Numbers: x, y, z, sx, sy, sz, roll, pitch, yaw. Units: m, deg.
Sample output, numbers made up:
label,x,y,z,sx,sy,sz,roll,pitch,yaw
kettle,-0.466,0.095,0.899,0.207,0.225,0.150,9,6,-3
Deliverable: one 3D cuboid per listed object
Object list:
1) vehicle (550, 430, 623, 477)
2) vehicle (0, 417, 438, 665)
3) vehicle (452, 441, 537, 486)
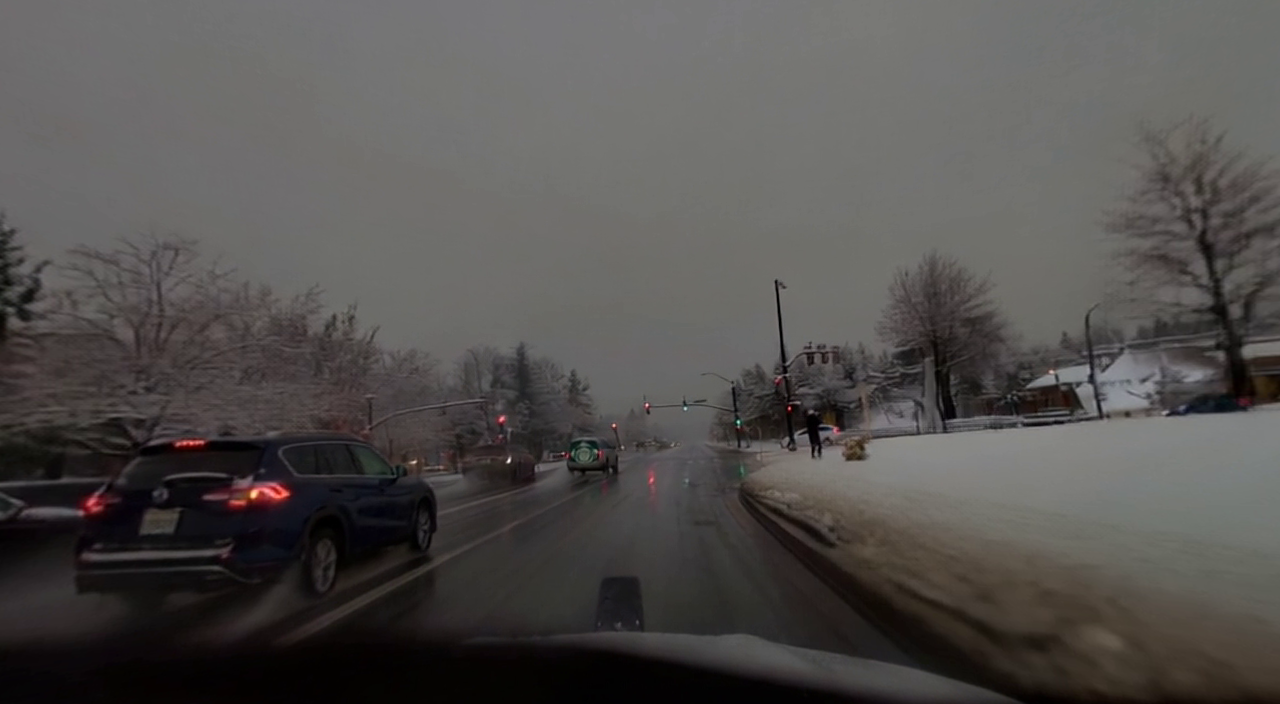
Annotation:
label,x,y,z,sx,sy,sz,roll,pitch,yaw
vehicle,-2.143,4.294,26.929,2.167,1.832,4.679,-1,-8,7
vehicle,-3.892,1.614,6.616,2.002,1.664,4.113,-4,-7,3
vehicle,-6.154,4.765,27.403,2.160,1.779,4.549,-1,-8,7
